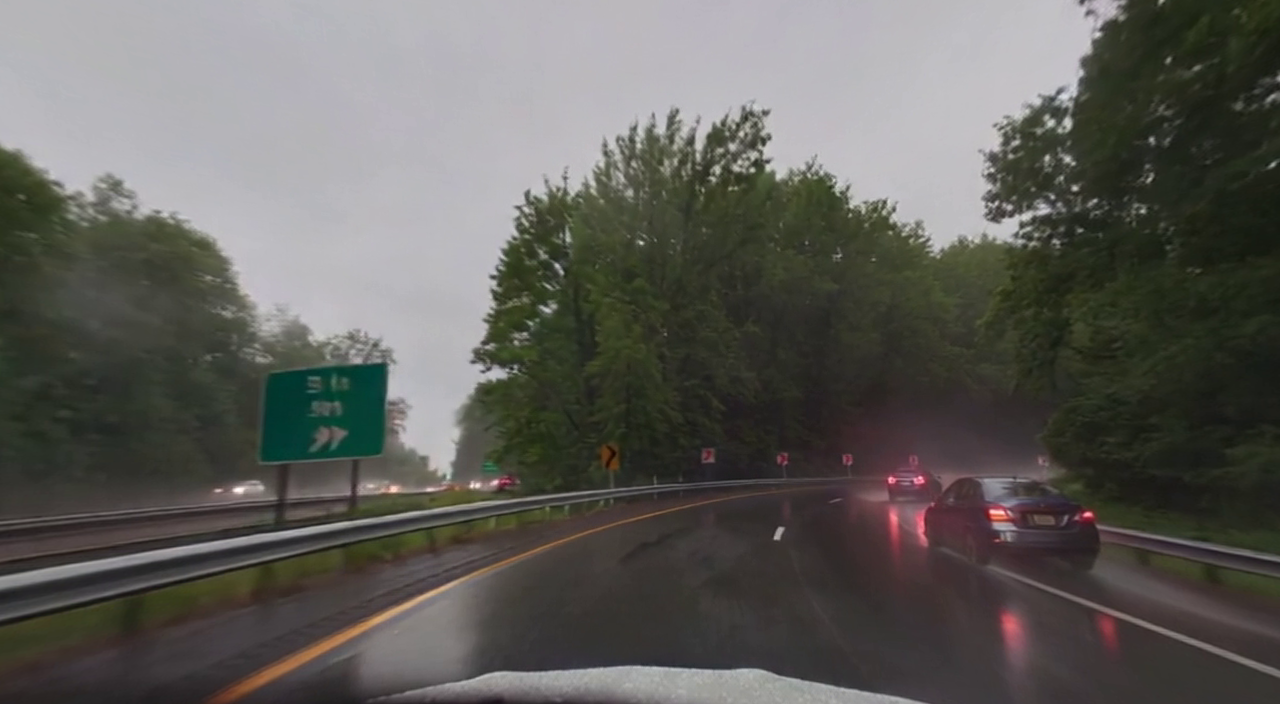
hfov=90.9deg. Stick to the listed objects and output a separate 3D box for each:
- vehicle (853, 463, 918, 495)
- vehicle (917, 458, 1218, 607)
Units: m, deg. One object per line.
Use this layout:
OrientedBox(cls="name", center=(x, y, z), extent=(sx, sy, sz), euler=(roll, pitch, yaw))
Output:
OrientedBox(cls="vehicle", center=(12.719, 6.529, 32.547), extent=(1.992, 1.503, 3.793), euler=(-7, -13, 39))
OrientedBox(cls="vehicle", center=(5.761, 2.424, 9.296), extent=(2.023, 1.593, 4.105), euler=(-1, -10, 9))
